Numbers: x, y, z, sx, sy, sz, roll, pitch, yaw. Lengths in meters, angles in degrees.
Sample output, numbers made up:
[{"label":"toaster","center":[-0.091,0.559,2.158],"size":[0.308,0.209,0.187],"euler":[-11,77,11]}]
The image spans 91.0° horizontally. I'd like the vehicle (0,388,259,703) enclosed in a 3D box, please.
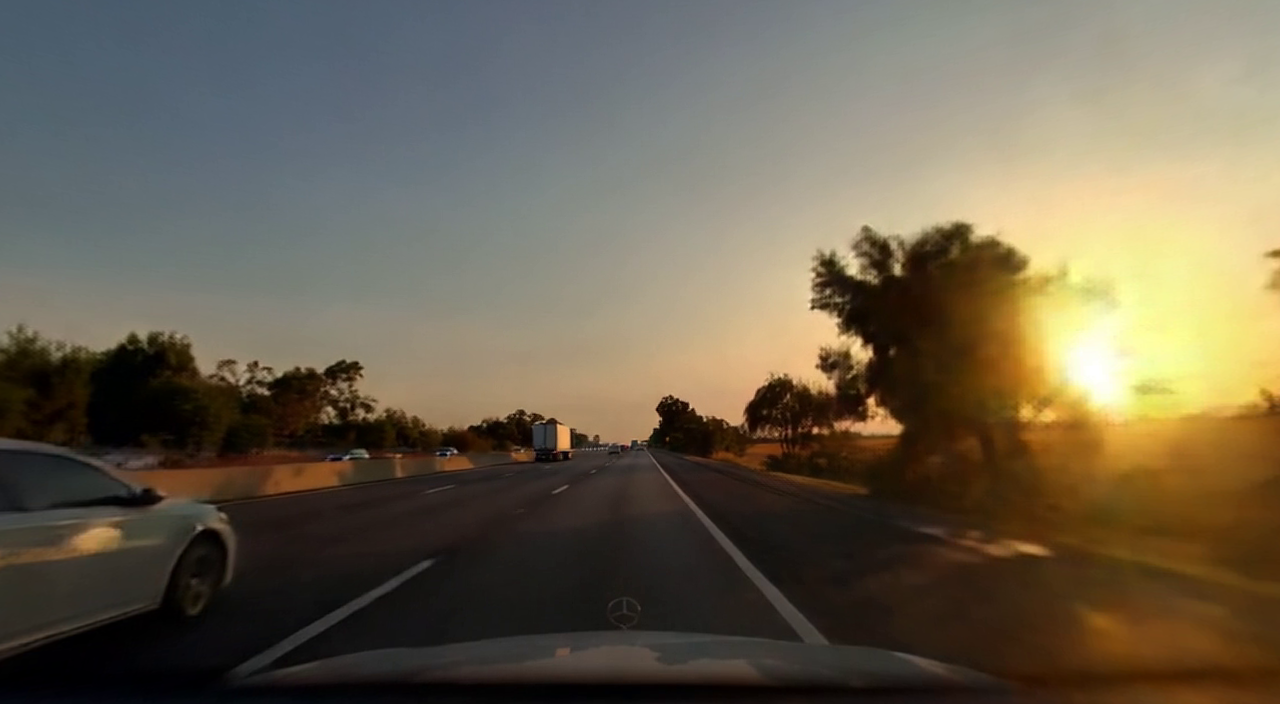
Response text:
[{"label":"vehicle","center":[-3.854,0.850,2.172],"size":[2.028,1.553,4.820],"euler":[0,-9,0]}]
